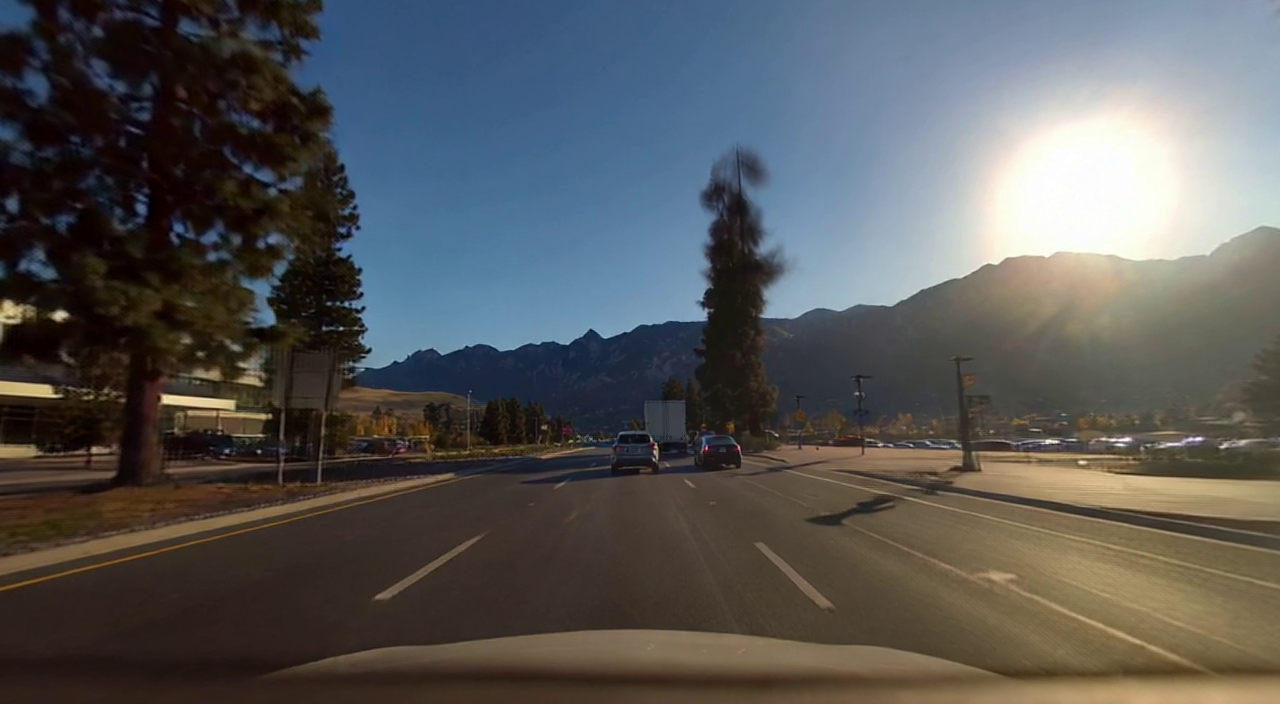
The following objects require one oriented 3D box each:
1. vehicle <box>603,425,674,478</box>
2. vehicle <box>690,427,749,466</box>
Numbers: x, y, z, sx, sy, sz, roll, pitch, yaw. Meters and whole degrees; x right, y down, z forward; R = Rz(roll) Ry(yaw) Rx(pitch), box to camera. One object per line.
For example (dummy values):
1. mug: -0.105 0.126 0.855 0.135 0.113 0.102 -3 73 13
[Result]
1. vehicle: -0.097 3.400 21.668 2.193 1.651 3.946 0 -8 -1
2. vehicle: 3.641 4.420 29.508 2.088 1.655 4.360 0 -8 -2
